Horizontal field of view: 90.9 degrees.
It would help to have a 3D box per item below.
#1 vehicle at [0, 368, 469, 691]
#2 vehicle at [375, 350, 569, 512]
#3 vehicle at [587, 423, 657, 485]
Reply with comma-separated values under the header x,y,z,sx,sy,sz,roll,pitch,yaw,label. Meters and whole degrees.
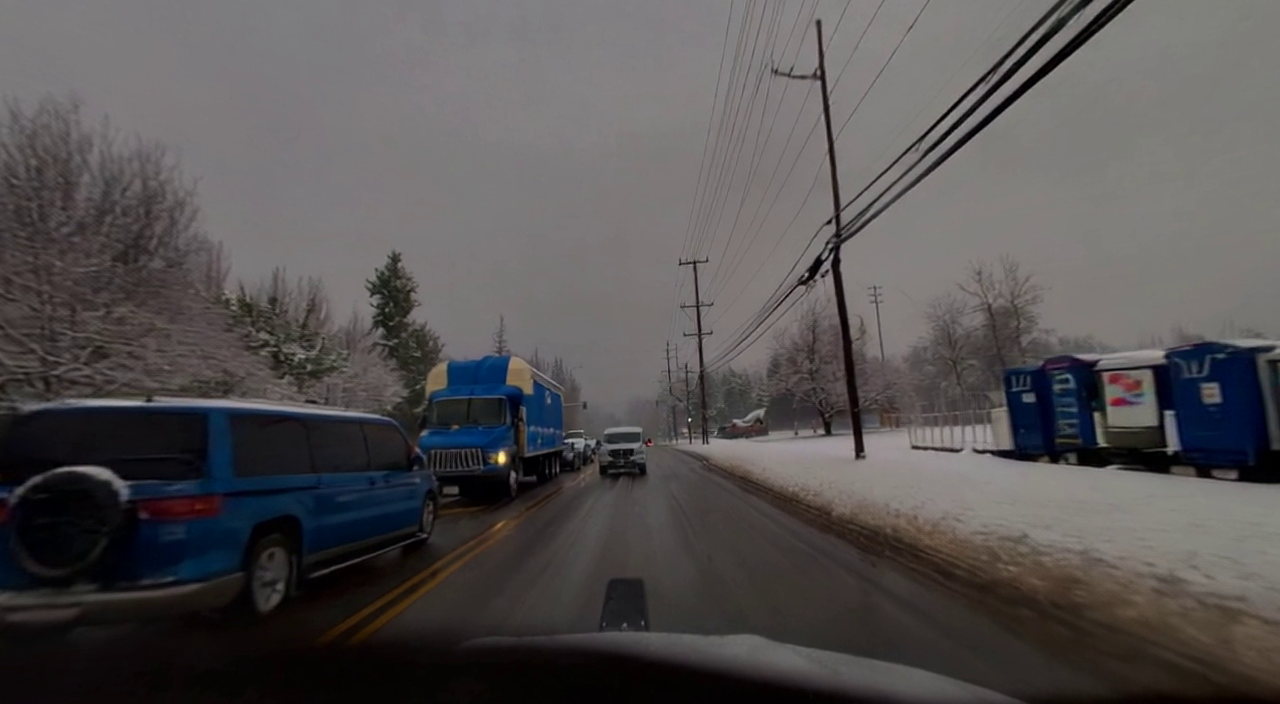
x,y,z,sx,sy,sz,roll,pitch,yaw,label
-3.449,1.347,6.028,2.187,1.821,4.748,0,-8,1,vehicle
-4.005,2.233,17.404,3.120,3.393,7.945,1,-8,0,vehicle
-0.579,3.380,21.173,2.117,1.861,4.095,0,-8,-1,vehicle
